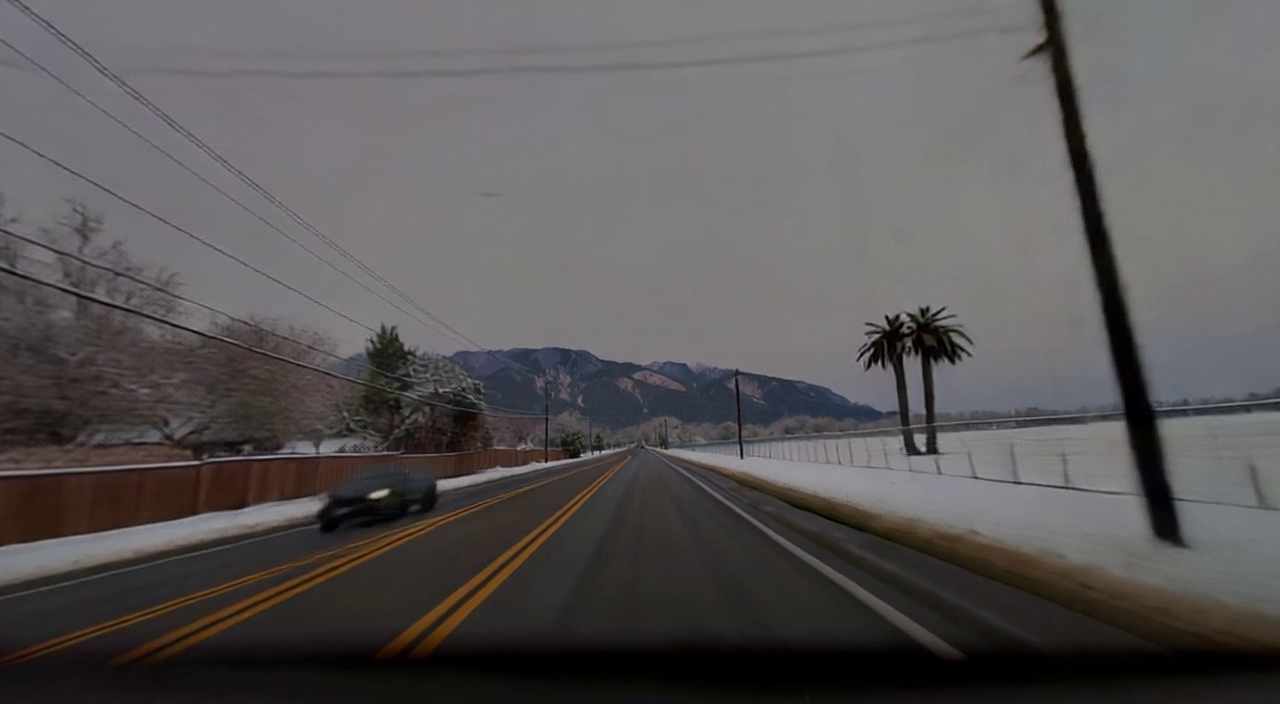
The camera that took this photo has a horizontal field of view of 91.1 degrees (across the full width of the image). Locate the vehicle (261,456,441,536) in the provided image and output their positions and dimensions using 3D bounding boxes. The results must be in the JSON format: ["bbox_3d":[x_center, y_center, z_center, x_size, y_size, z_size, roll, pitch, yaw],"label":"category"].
[{"bbox_3d":[-6.508,3.252,14.865,1.973,1.487,4.612,0,-8,1],"label":"vehicle"}]
